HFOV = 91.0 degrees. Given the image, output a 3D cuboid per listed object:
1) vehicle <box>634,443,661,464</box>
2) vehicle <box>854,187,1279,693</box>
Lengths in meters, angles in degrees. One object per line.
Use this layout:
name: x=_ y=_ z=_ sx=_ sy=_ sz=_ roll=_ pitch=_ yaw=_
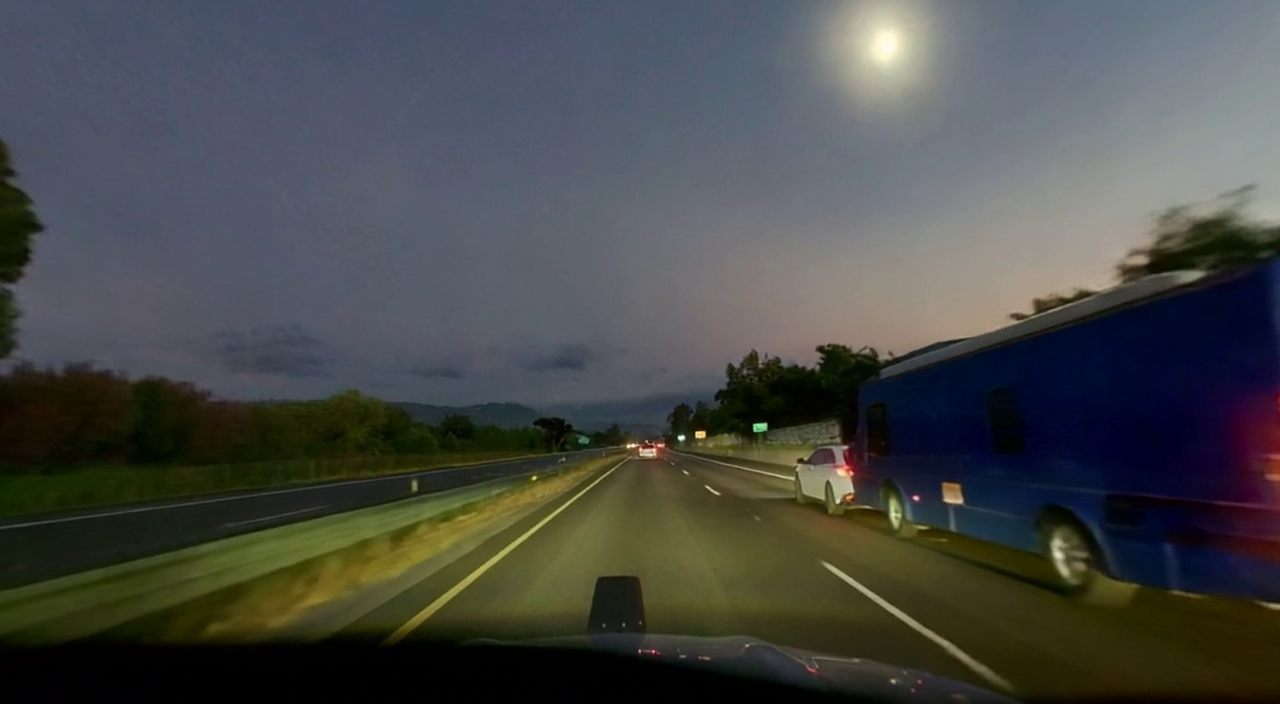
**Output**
vehicle: x=0.530 y=7.911 z=49.391 sx=2.030 sy=1.572 sz=4.067 roll=0 pitch=-8 yaw=0
vehicle: x=4.732 y=0.881 z=6.178 sx=2.712 sy=2.659 sz=6.992 roll=0 pitch=-8 yaw=0
